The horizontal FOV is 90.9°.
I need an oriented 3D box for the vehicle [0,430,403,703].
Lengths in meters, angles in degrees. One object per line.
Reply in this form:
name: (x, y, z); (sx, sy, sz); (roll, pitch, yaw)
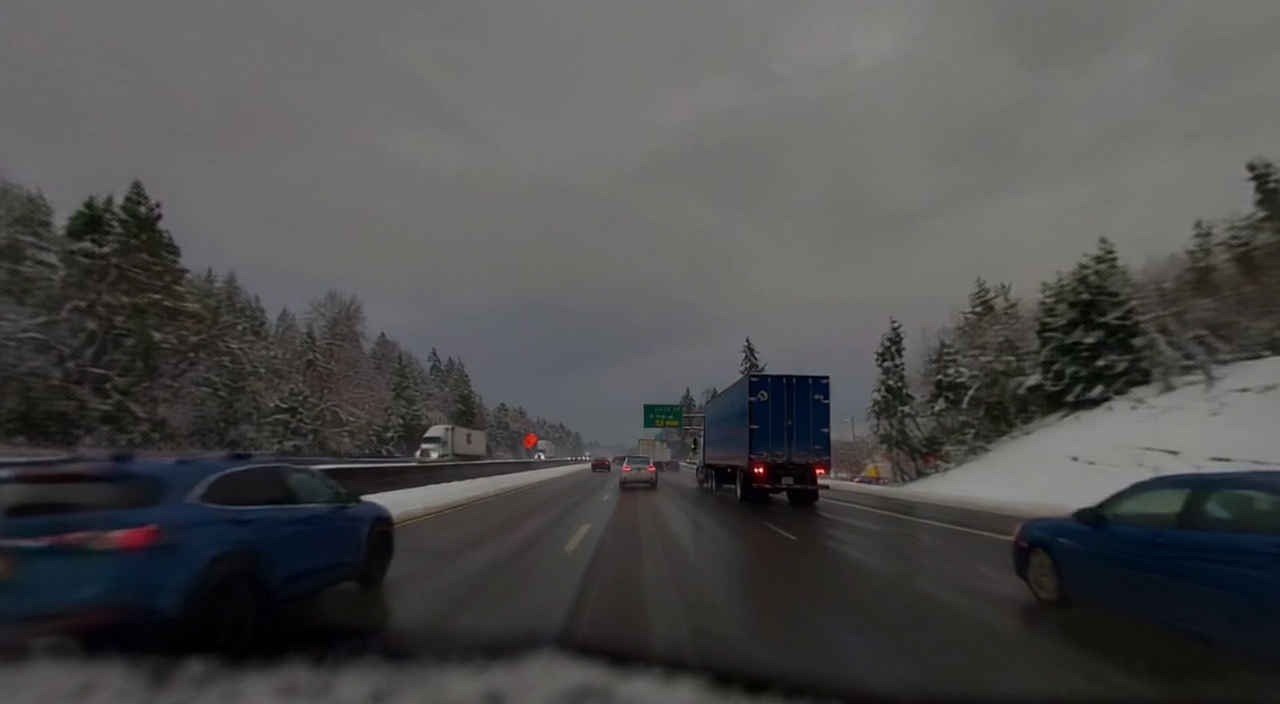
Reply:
vehicle: (-3.587, 1.374, 4.551); (2.105, 1.467, 4.099); (0, -9, 1)

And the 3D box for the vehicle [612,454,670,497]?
vehicle: (0.011, 4.774, 24.764); (2.089, 1.516, 4.191); (0, -9, -1)

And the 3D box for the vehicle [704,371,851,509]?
vehicle: (4.704, 3.646, 25.384); (2.877, 4.035, 13.897); (0, -9, 0)

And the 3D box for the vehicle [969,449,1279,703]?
vehicle: (4.296, 1.317, 3.999); (2.037, 1.377, 4.407); (0, -9, 0)
